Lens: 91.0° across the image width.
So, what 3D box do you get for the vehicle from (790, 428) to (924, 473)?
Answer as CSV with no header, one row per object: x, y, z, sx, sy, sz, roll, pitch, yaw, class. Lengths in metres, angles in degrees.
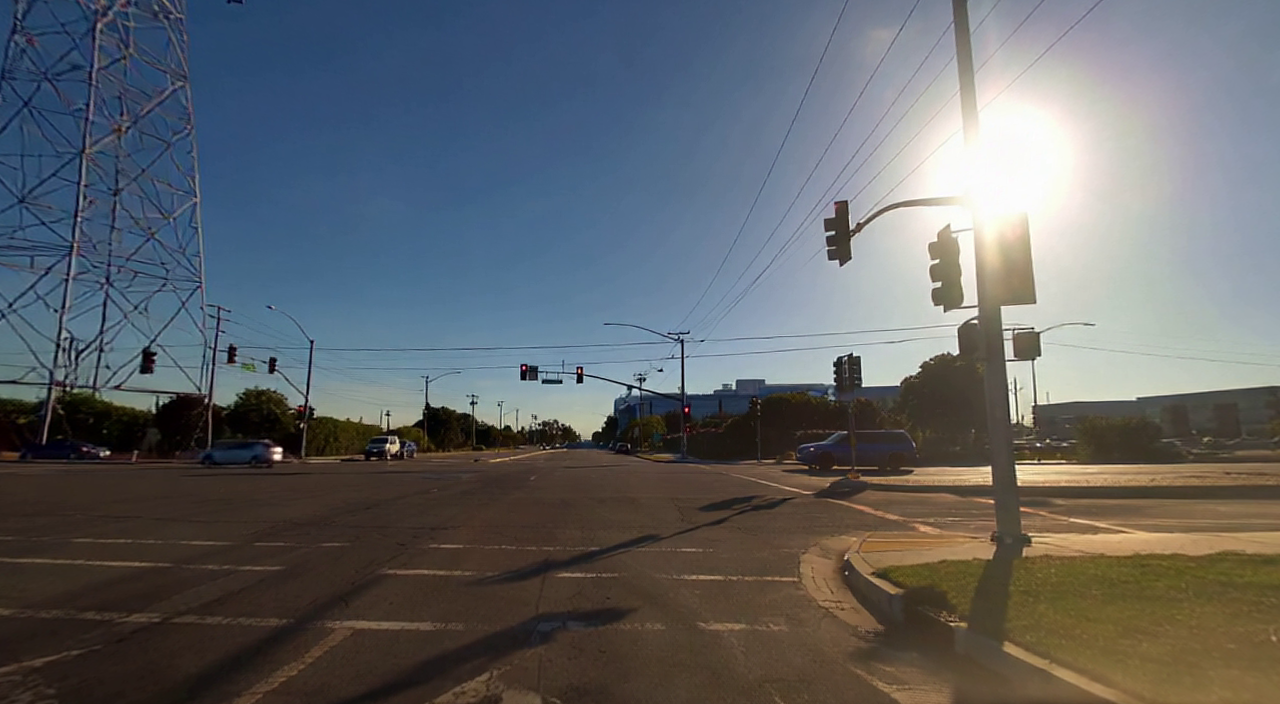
8.694,4.018,25.732,4.884,1.714,2.021,-2,-9,12,vehicle

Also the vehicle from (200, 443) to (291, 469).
-24.618,6.466,39.342,4.529,1.566,1.842,-1,-9,8,vehicle
